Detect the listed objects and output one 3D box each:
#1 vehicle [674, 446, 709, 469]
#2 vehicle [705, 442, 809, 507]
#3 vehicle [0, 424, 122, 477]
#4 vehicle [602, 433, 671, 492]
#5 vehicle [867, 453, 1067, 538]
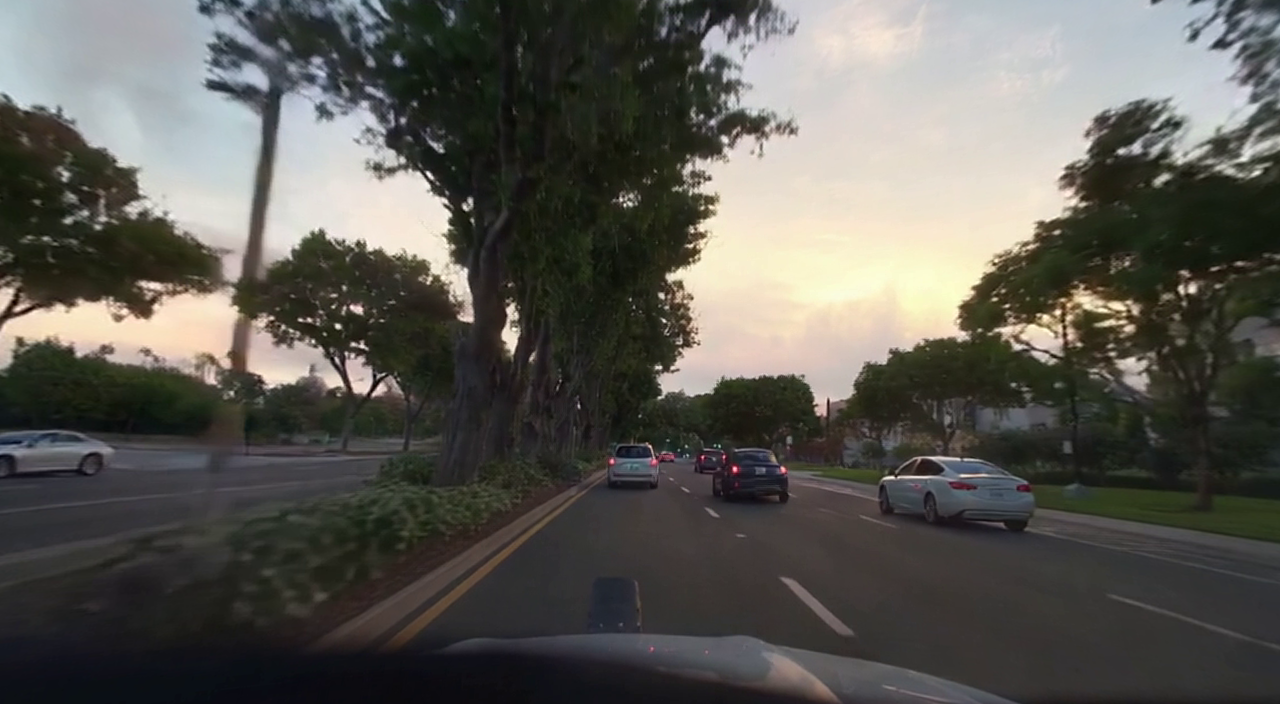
[{"bbox_3d":[3.451,7.160,42.699,2.012,1.462,4.163,0,-8,-1],"label":"vehicle"},{"bbox_3d":[3.010,3.230,17.081,1.932,1.510,4.168,0,-8,-1],"label":"vehicle"},{"bbox_3d":[-18.916,3.010,19.281,1.851,1.477,4.891,0,-8,-1],"label":"vehicle"},{"bbox_3d":[-0.110,3.503,20.291,2.008,1.674,4.239,0,-8,0],"label":"vehicle"},{"bbox_3d":[6.700,2.940,13.521,1.944,1.458,4.268,0,-8,-1],"label":"vehicle"}]
